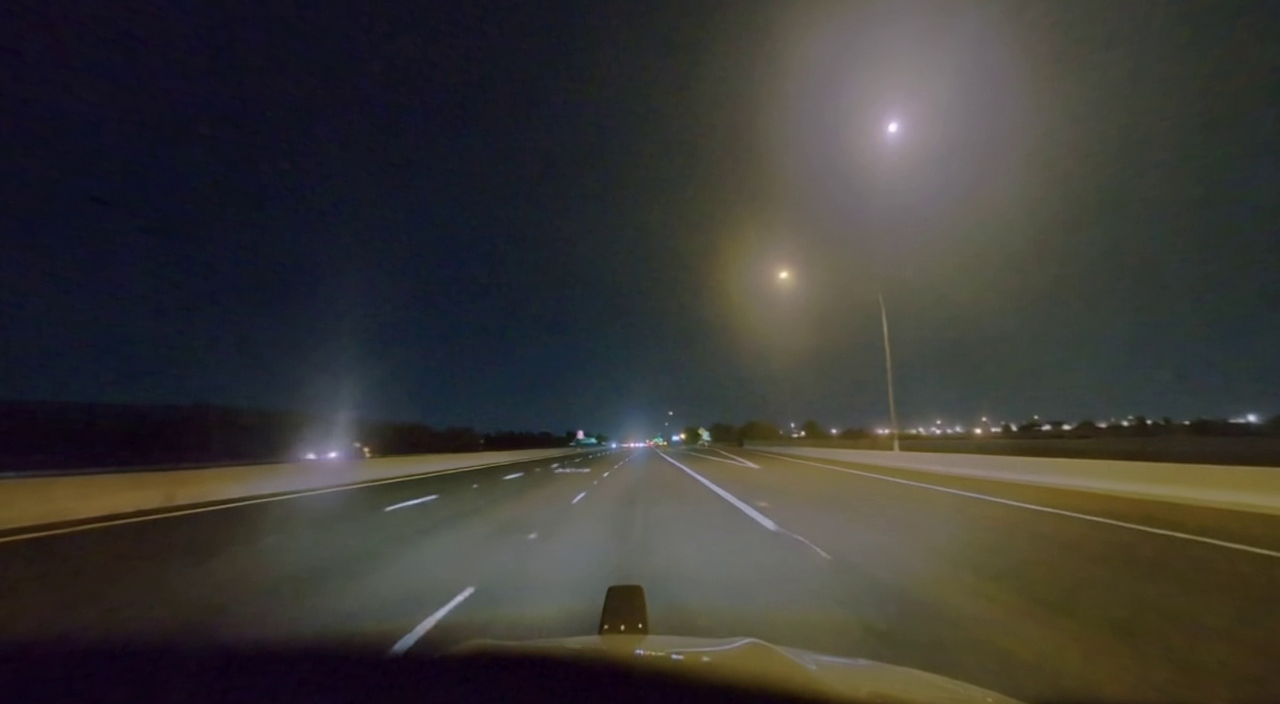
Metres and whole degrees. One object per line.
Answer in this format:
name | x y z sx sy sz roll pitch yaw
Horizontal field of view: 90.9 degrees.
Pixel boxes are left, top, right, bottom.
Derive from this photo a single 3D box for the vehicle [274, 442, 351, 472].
vehicle | -20.985 6.753 40.741 2.119 1.756 5.273 -1 -8 0
